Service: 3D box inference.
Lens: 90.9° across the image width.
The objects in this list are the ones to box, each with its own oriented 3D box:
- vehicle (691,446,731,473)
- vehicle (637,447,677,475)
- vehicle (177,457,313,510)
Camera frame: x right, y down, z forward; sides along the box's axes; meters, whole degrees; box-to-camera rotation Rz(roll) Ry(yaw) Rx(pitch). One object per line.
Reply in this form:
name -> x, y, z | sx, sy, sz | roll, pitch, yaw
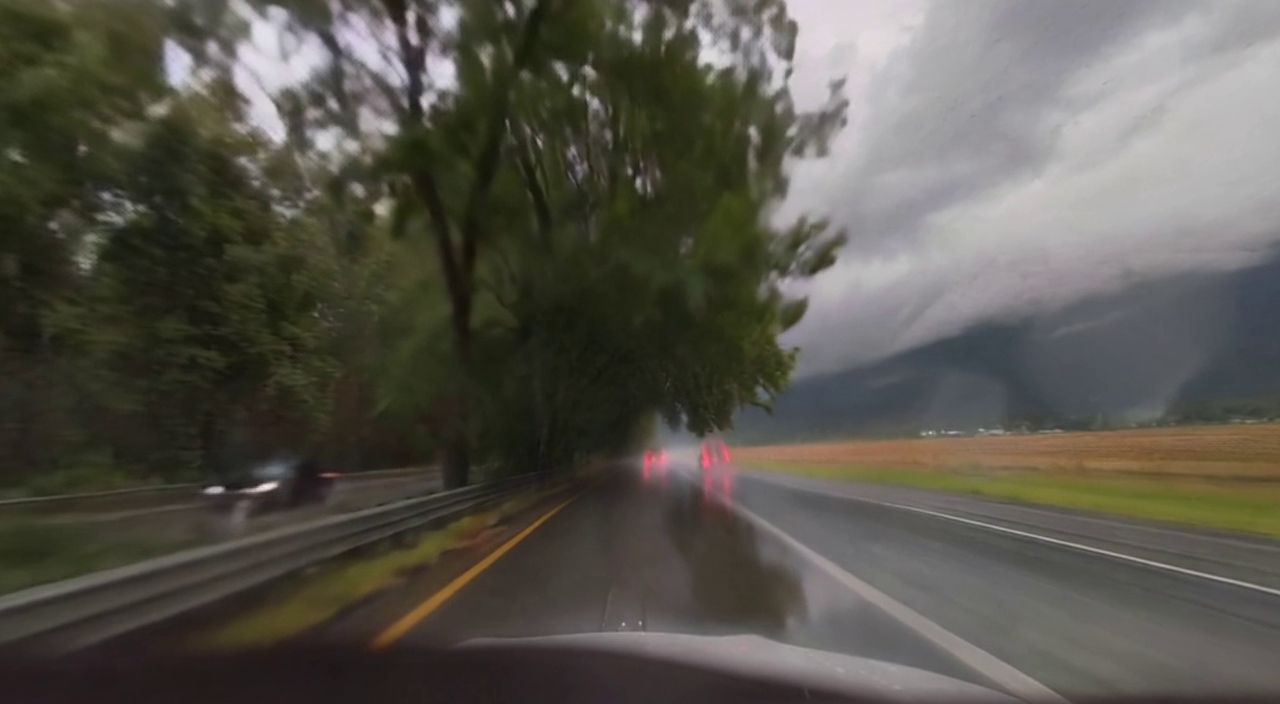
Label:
vehicle -> 4.222, 6.471, 38.036 | 1.846, 1.485, 3.679 | 0, -9, -2
vehicle -> 0.914, 6.226, 36.325 | 2.162, 1.492, 3.975 | 0, -9, -1
vehicle -> -12.699, 4.214, 20.608 | 1.834, 1.494, 3.993 | 0, -9, 0
